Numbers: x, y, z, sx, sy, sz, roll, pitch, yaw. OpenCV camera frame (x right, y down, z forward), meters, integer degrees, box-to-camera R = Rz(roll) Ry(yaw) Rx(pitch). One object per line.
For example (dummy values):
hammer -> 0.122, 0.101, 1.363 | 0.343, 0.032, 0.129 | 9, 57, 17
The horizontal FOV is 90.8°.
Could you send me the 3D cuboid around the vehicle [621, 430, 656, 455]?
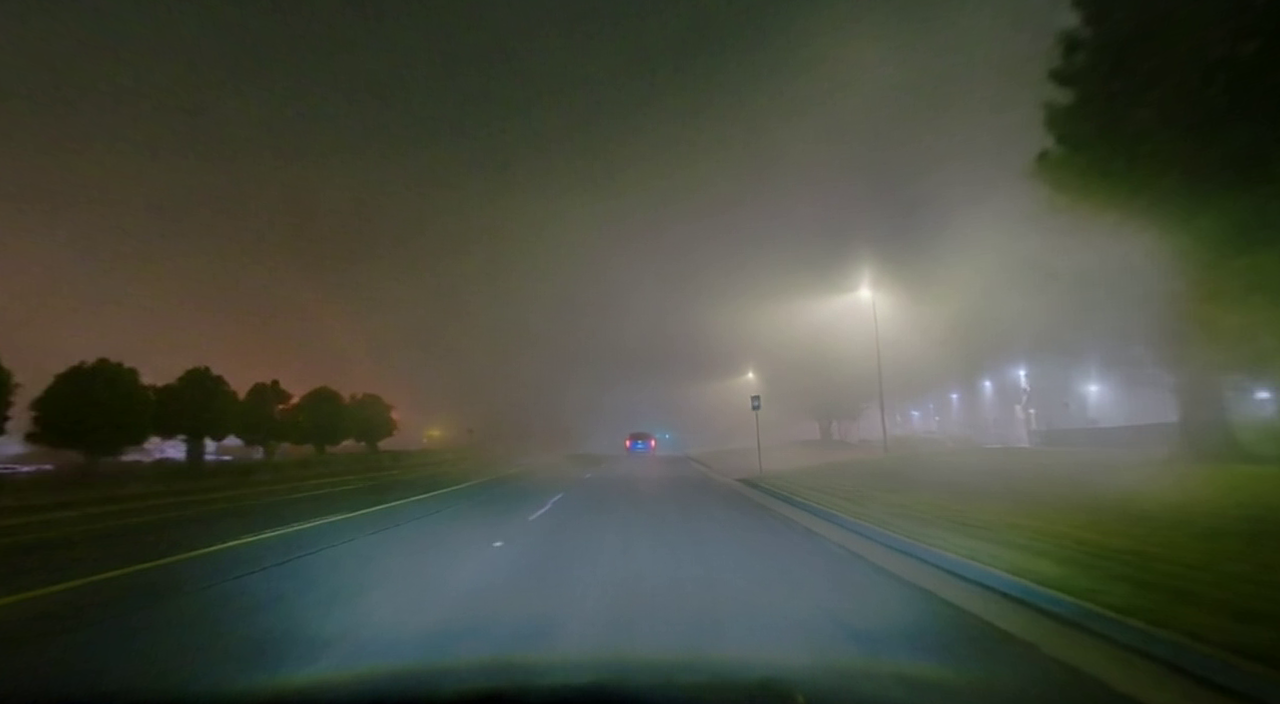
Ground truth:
vehicle -> -0.058, 6.901, 48.194 | 2.370, 1.781, 4.440 | 0, -8, 3
